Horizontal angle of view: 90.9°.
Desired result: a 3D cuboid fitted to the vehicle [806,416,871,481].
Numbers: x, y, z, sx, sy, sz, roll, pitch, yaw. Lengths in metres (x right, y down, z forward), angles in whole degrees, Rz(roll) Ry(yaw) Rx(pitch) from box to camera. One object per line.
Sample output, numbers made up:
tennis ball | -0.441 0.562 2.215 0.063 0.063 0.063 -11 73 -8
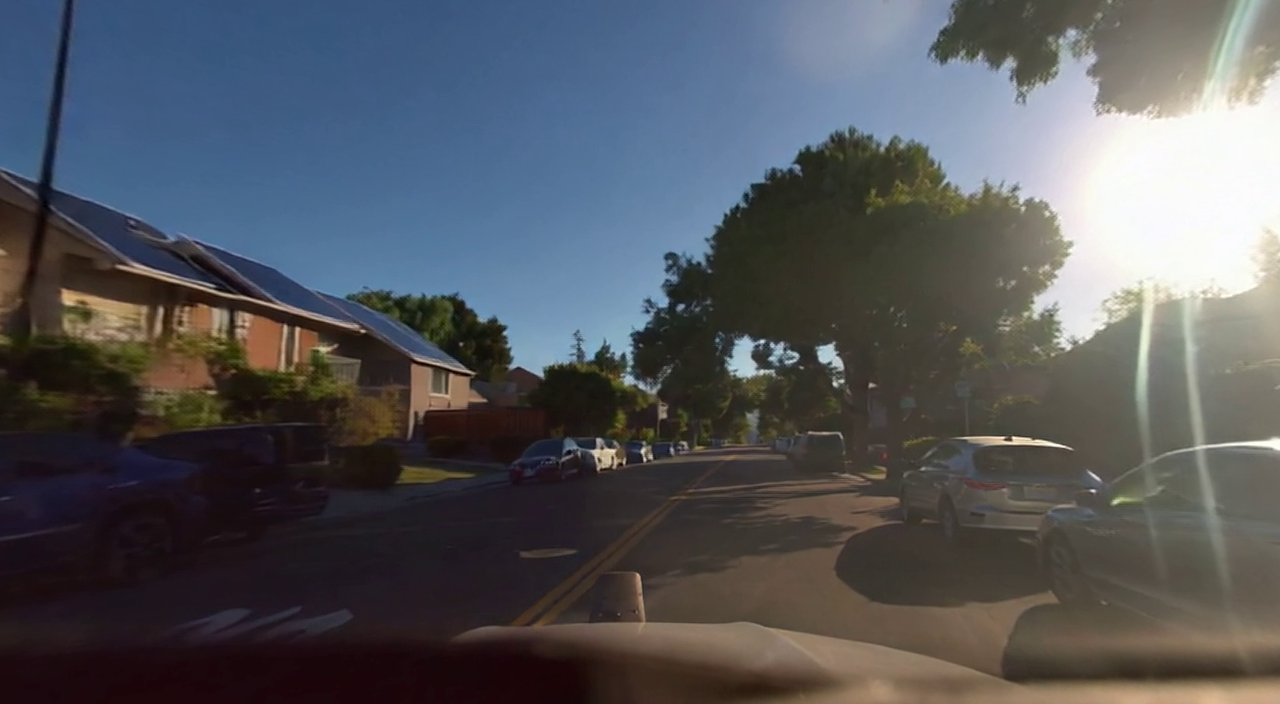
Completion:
vehicle | 8.484 4.131 27.330 2.215 2.542 4.550 -1 -8 12

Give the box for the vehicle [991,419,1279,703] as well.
vehicle | 3.755 1.101 3.208 1.969 1.478 4.632 -1 -8 10

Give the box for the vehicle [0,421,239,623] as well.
vehicle | -5.547 1.260 4.499 1.848 1.406 4.601 -3 -6 10

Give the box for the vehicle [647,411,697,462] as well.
vehicle | 2.651 6.643 49.508 2.896 3.648 8.004 -1 -8 10

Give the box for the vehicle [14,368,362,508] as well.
vehicle | -8.595 1.656 12.323 5.210 2.370 2.336 -1 -7 9

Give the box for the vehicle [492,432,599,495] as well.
vehicle | -2.785 3.389 19.759 1.901 1.472 4.676 -5 -6 9
